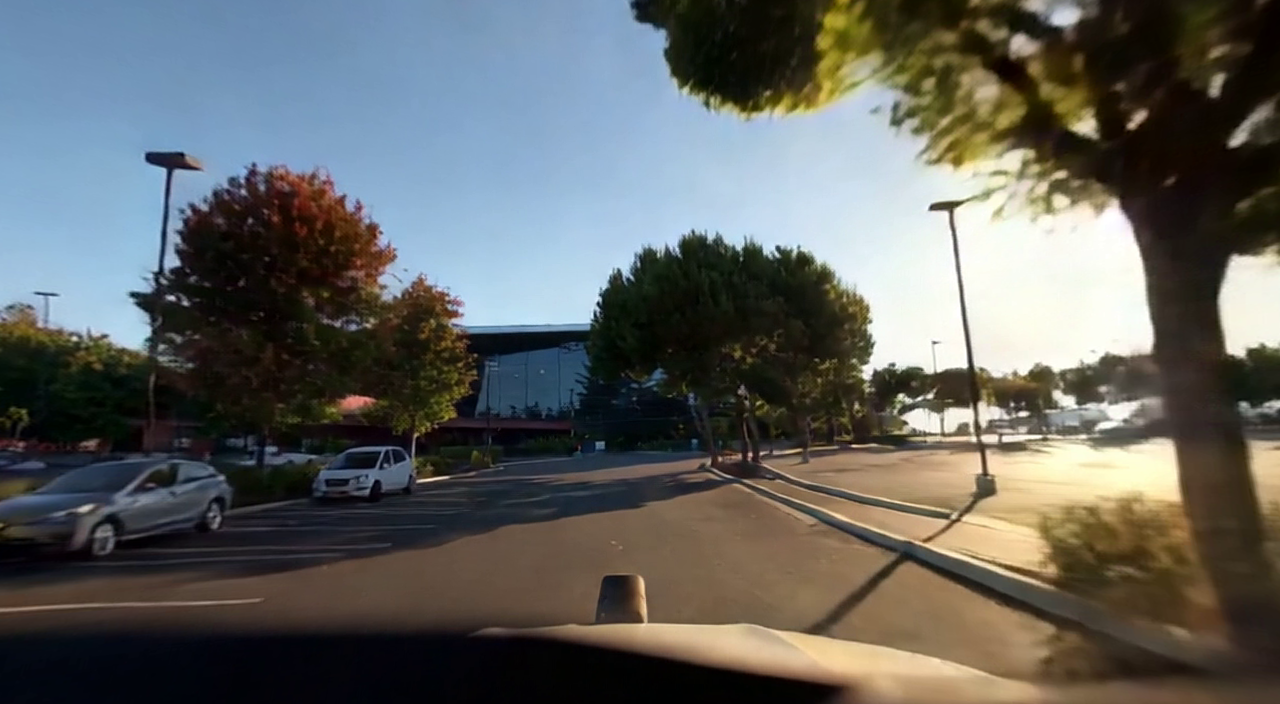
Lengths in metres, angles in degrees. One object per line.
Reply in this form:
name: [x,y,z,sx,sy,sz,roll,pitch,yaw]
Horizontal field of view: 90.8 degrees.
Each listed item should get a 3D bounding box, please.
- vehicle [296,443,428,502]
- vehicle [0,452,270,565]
vehicle: [-9.325,4.049,21.791,2.360,1.741,4.912,0,-8,0]
vehicle: [-9.060,2.627,11.425,2.038,1.525,4.383,0,-8,1]
